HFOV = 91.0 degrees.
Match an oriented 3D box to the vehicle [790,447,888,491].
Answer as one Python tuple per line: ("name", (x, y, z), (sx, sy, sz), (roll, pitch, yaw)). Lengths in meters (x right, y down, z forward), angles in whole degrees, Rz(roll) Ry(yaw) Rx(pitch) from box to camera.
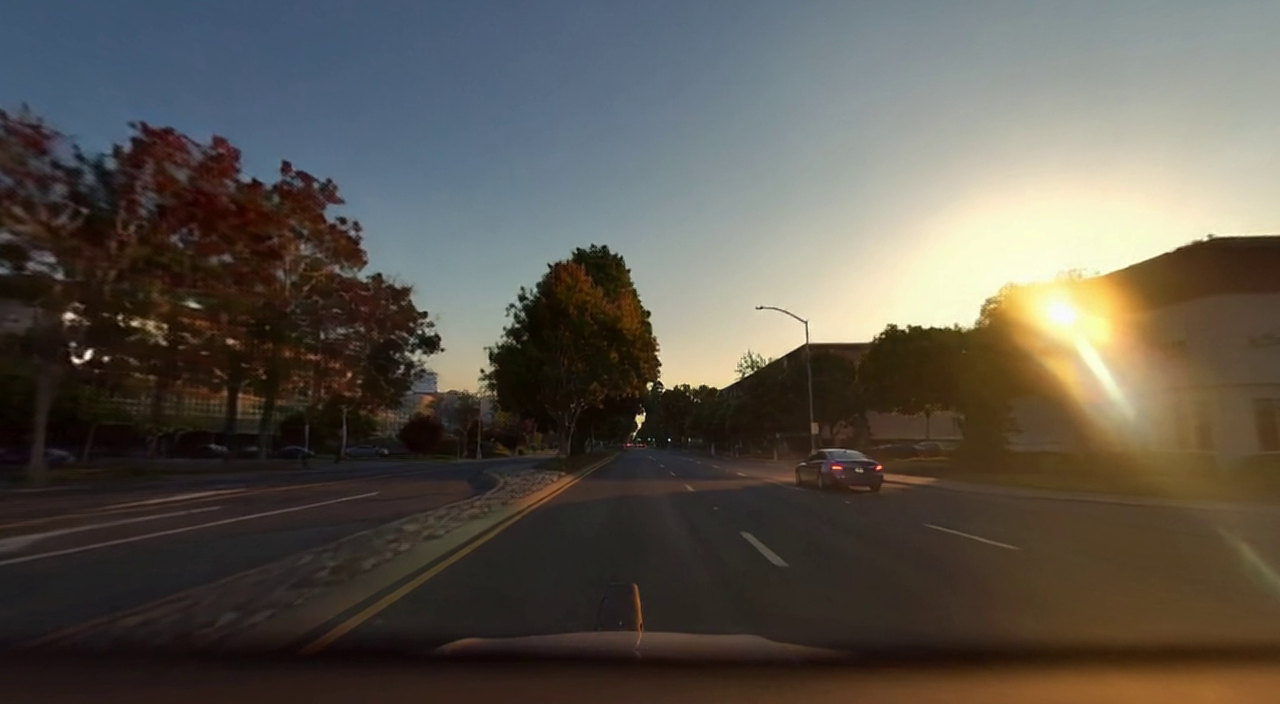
("vehicle", (7.102, 4.192, 23.024), (2.054, 1.421, 4.487), (0, -8, -1))
